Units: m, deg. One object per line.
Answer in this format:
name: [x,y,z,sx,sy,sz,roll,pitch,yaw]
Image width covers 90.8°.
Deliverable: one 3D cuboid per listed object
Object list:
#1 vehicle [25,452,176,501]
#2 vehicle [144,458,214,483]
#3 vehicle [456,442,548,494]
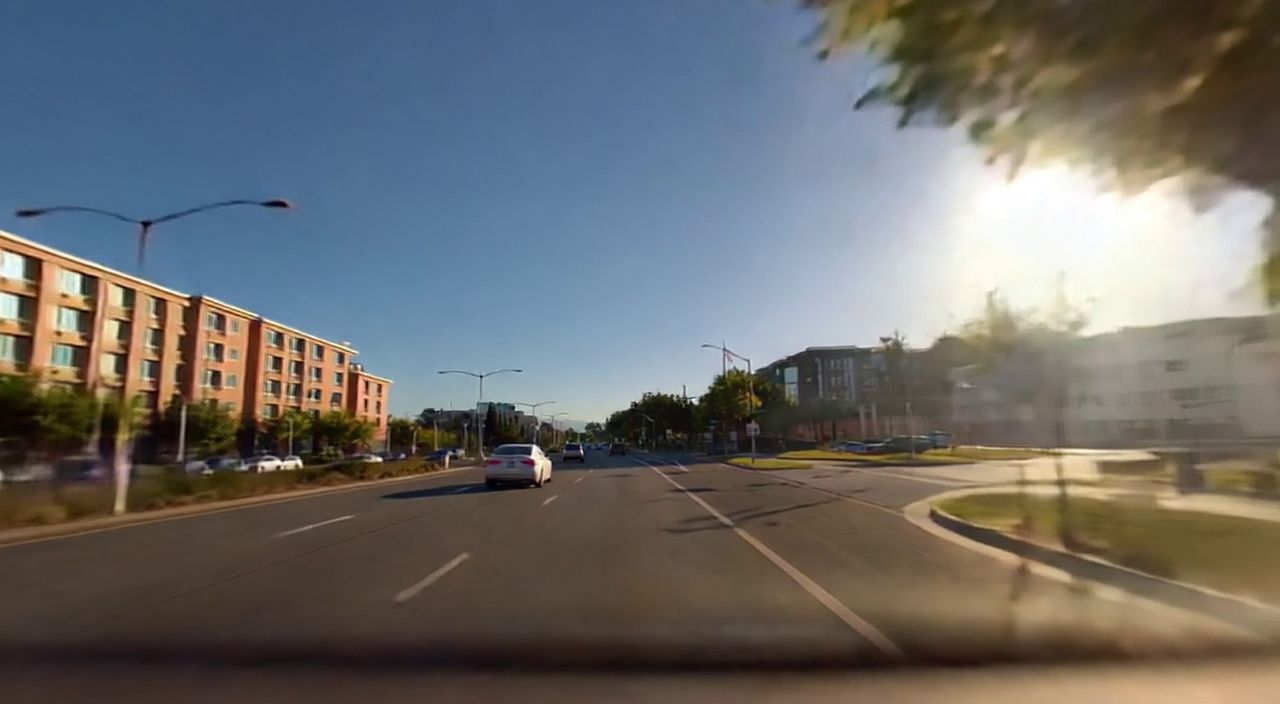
vehicle: [-19.892,4.564,23.573,2.159,1.613,3.873,0,-8,1]
vehicle: [-33.569,8.616,46.148,1.885,1.538,4.642,0,-8,-4]
vehicle: [-4.265,3.642,20.260,2.025,1.474,4.292,0,-8,-1]
